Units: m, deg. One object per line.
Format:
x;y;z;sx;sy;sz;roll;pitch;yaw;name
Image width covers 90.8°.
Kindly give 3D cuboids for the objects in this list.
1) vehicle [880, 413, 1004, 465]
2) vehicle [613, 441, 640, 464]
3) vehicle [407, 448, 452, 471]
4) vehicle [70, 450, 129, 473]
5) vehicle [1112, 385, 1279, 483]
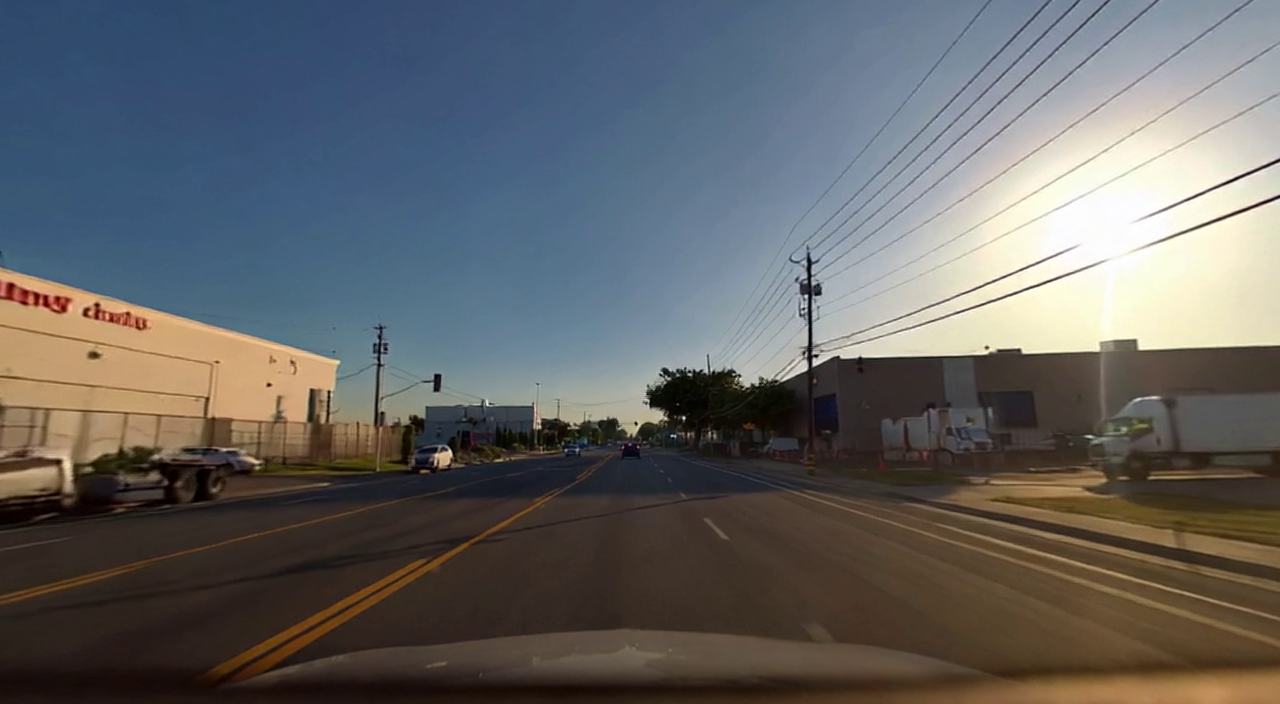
22.135;6.447;46.604;7.478;3.666;2.863;0;-8;0;vehicle
-0.960;7.467;47.076;1.937;1.588;3.746;0;-8;0;vehicle
-16.151;8.224;48.621;1.936;1.555;4.533;-1;-8;0;vehicle
-37.788;7.638;44.148;4.343;1.483;1.916;-6;-10;34;vehicle
24.611;3.304;25.366;8.701;3.665;2.906;0;-8;1;vehicle
